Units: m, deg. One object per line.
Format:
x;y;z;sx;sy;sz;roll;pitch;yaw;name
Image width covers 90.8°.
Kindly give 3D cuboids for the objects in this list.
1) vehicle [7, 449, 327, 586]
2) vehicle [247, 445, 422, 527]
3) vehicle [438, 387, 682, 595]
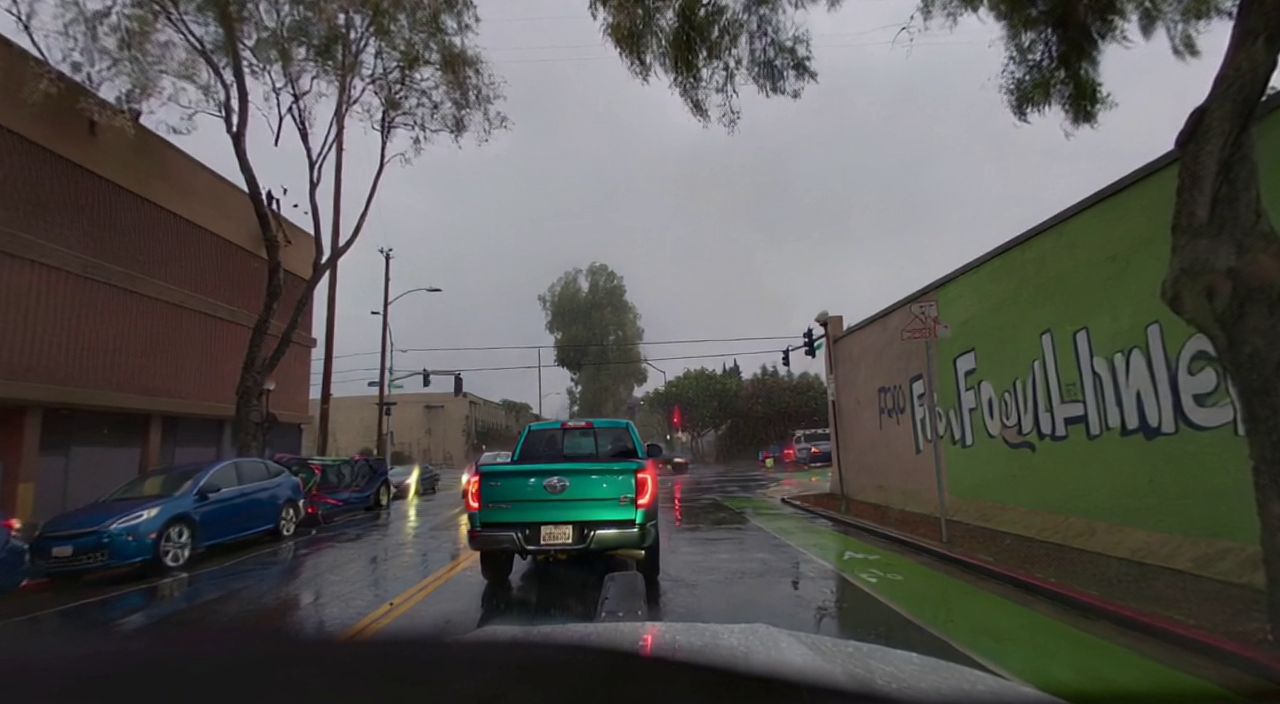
-7.161;2.457;10.372;1.882;1.686;4.489;0;-8;-2;vehicle
-7.400;3.234;16.054;1.884;1.730;5.076;0;-8;0;vehicle
-0.704;1.602;8.137;2.215;1.882;4.611;0;-8;1;vehicle
